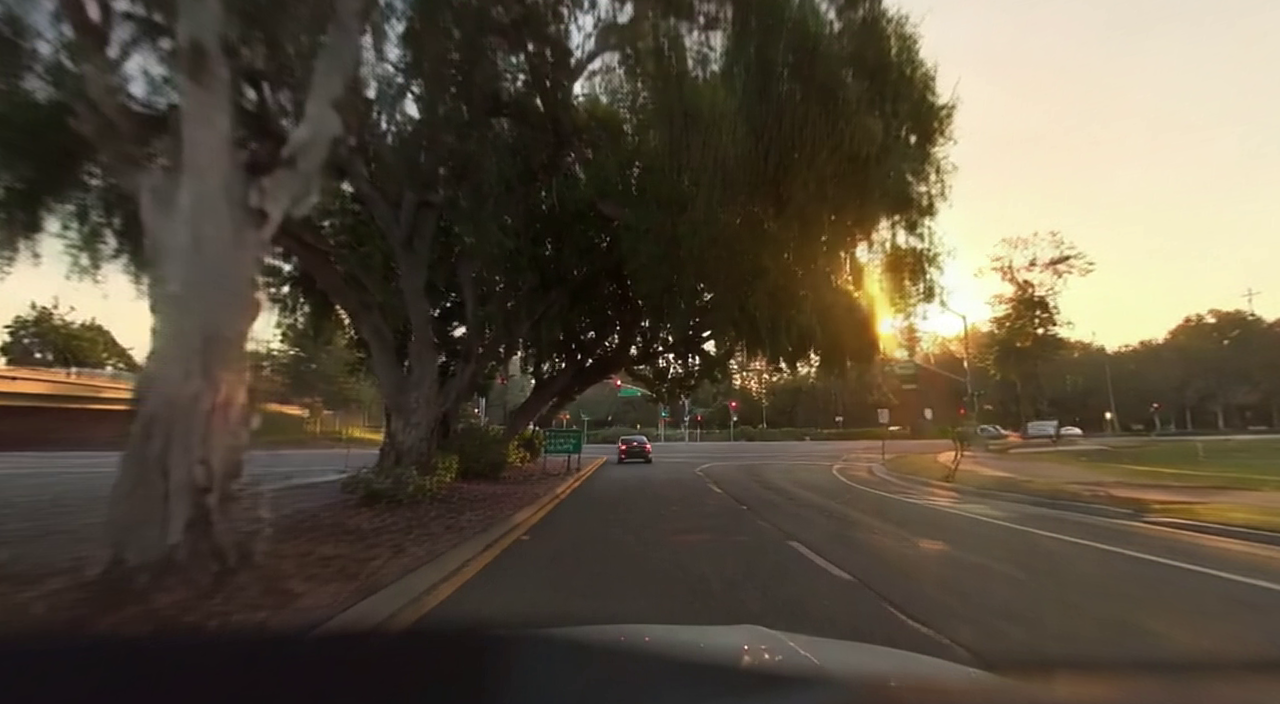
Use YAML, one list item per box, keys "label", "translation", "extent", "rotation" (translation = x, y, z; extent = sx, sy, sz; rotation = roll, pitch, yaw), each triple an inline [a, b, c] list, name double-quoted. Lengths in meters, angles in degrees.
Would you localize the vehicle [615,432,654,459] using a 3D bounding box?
- label: "vehicle"
  translation: [-0.352, 5.328, 36.019]
  extent: [2.056, 1.473, 4.380]
  rotation: [0, -8, -1]
